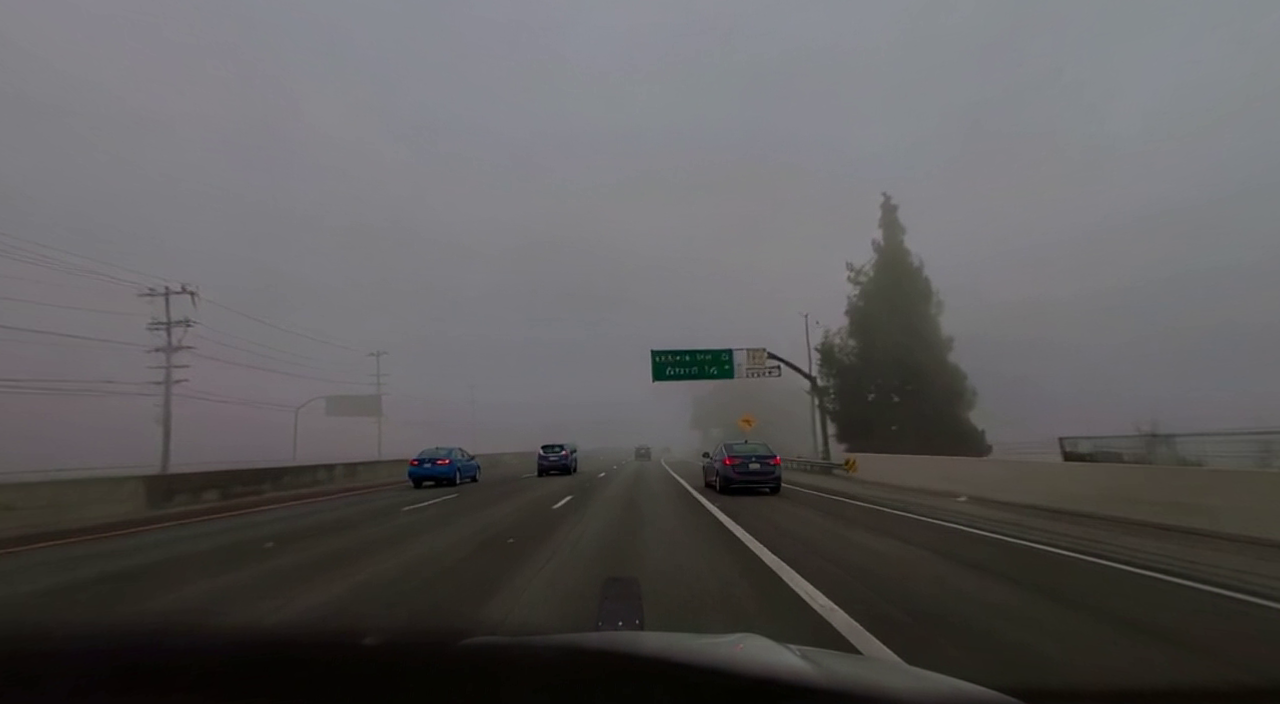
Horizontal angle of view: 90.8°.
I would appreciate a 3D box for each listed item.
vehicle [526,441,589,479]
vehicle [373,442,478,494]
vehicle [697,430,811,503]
[{"bbox_3d":[-3.426,4.562,26.999,2.066,1.488,4.377,0,-8,1],"label":"vehicle"},{"bbox_3d":[-6.707,3.638,20.269,1.903,1.482,4.180,0,-8,0],"label":"vehicle"},{"bbox_3d":[2.837,2.979,16.856,2.100,1.659,4.387,0,-8,-1],"label":"vehicle"}]
